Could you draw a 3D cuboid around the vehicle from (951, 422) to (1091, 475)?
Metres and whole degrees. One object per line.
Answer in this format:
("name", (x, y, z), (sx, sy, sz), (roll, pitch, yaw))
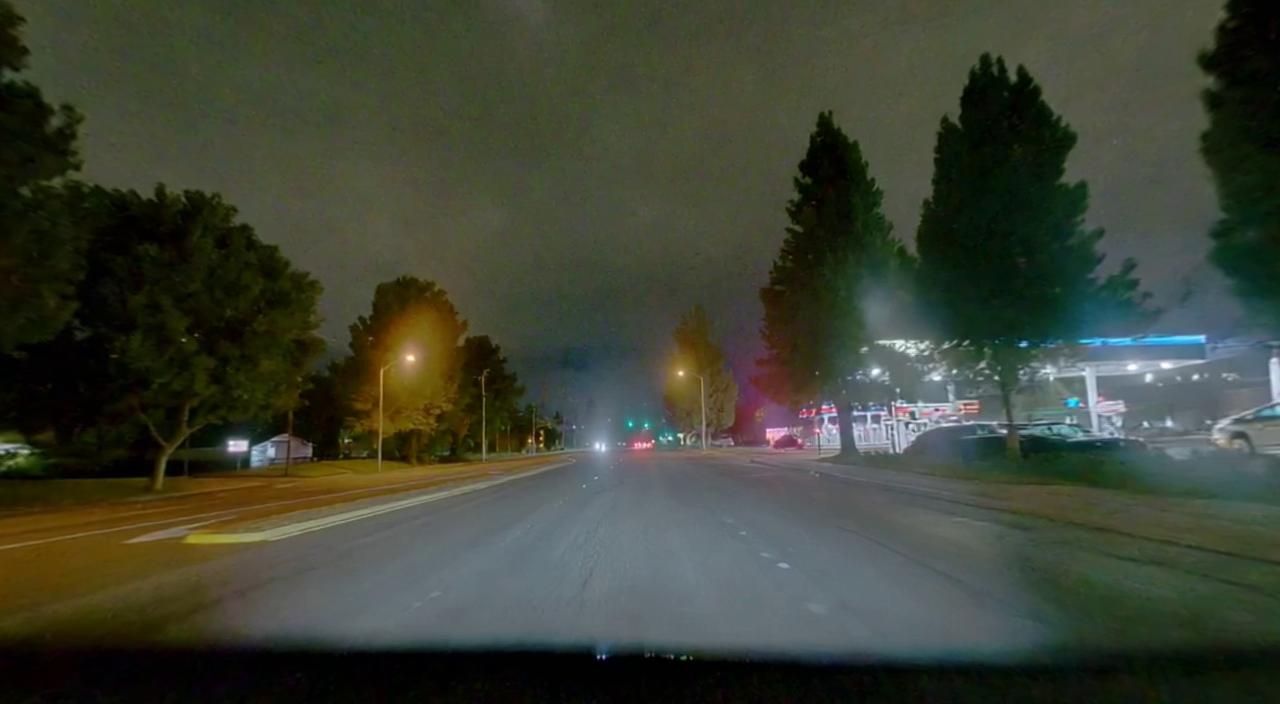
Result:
("vehicle", (12.115, 3.116, 20.448), (1.812, 1.517, 4.424), (0, -8, 1))

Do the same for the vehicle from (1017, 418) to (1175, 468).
("vehicle", (15.081, 3.072, 21.260), (1.804, 1.483, 4.690), (0, -8, -1))

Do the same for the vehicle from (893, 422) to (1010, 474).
("vehicle", (12.408, 3.876, 25.614), (1.983, 1.727, 5.085), (-4, -8, -1))
